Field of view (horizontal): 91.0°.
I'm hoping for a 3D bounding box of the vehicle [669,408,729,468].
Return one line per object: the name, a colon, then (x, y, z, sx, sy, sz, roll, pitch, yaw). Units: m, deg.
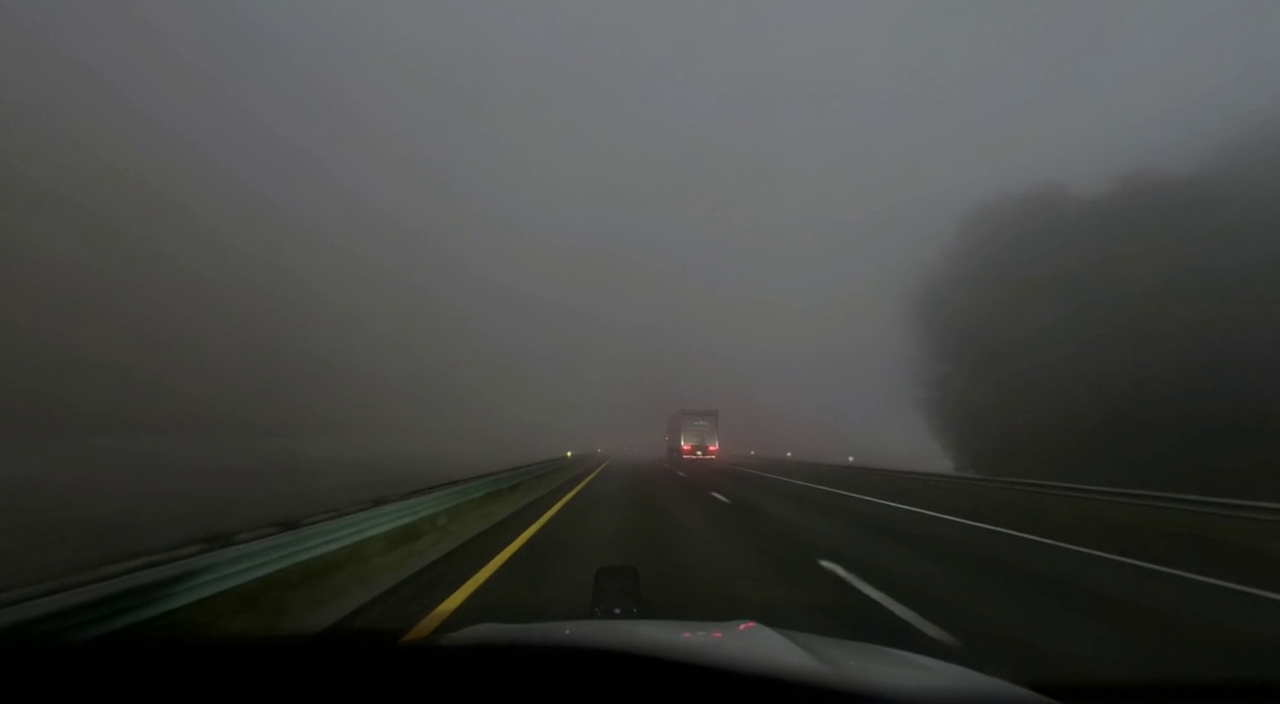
vehicle: (3.350, 5.160, 37.628, 2.702, 3.193, 7.196, 0, -8, -1)
